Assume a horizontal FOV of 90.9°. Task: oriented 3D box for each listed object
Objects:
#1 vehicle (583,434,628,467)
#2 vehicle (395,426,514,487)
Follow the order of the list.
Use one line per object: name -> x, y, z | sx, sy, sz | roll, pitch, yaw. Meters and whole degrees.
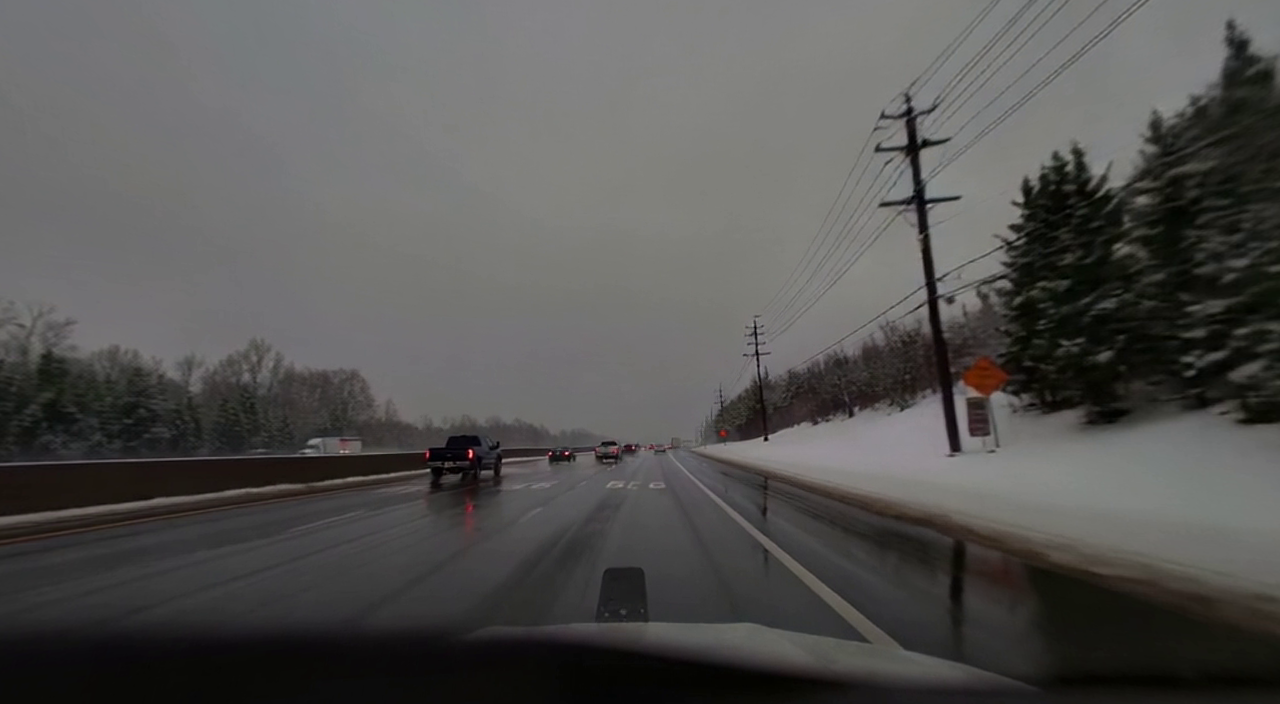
vehicle -> -2.195, 6.491, 41.779 | 2.448, 2.025, 5.193 | -1, -8, 3
vehicle -> -6.790, 3.953, 24.190 | 2.460, 1.992, 6.474 | 0, -8, 1
